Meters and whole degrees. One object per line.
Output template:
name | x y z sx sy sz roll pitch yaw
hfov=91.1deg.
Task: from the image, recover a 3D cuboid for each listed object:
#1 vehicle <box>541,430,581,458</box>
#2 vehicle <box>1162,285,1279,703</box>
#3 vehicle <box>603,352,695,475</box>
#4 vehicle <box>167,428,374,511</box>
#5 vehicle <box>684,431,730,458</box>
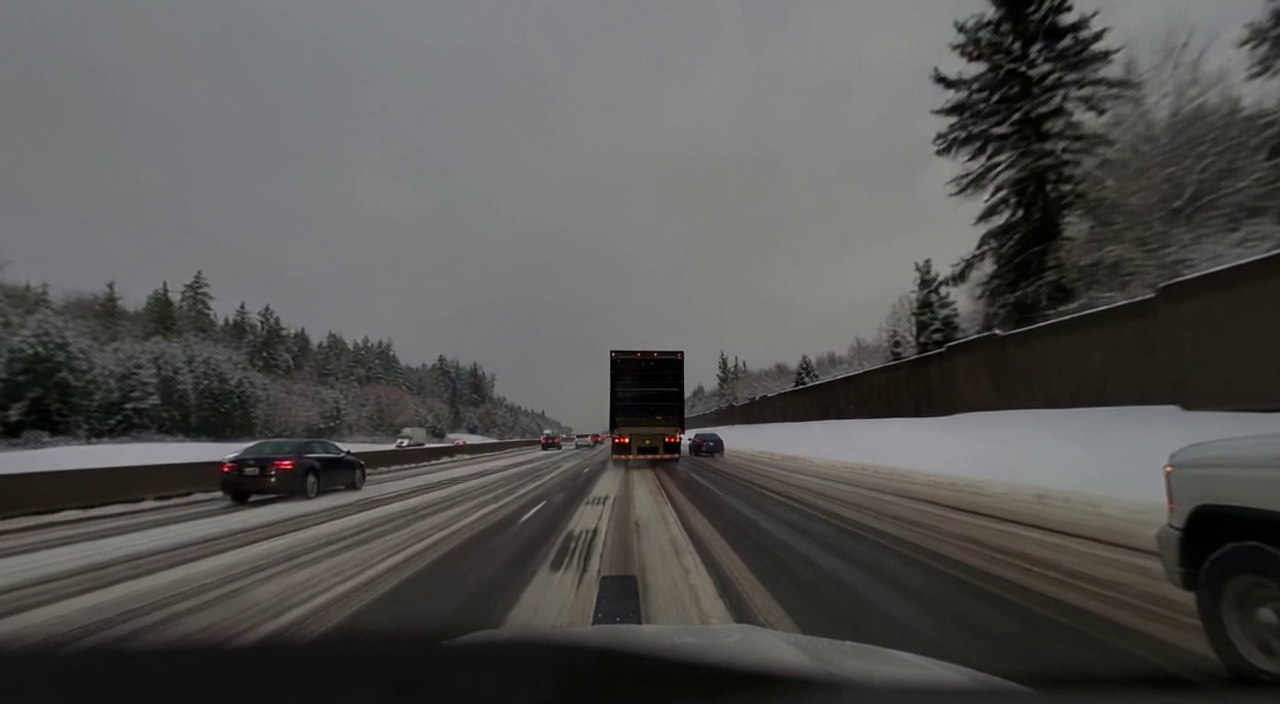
vehicle | -5.001 5.877 40.370 2.134 1.650 4.133 0 -8 -1
vehicle | 3.668 0.385 0.568 2.118 1.832 4.901 0 -8 -1
vehicle | 0.061 2.645 25.313 2.904 3.915 10.473 0 -8 -2
vehicle | -7.651 2.434 13.585 2.059 1.500 4.001 0 -8 -1
vehicle | 3.920 5.507 37.682 2.044 1.508 4.716 0 -8 -2
